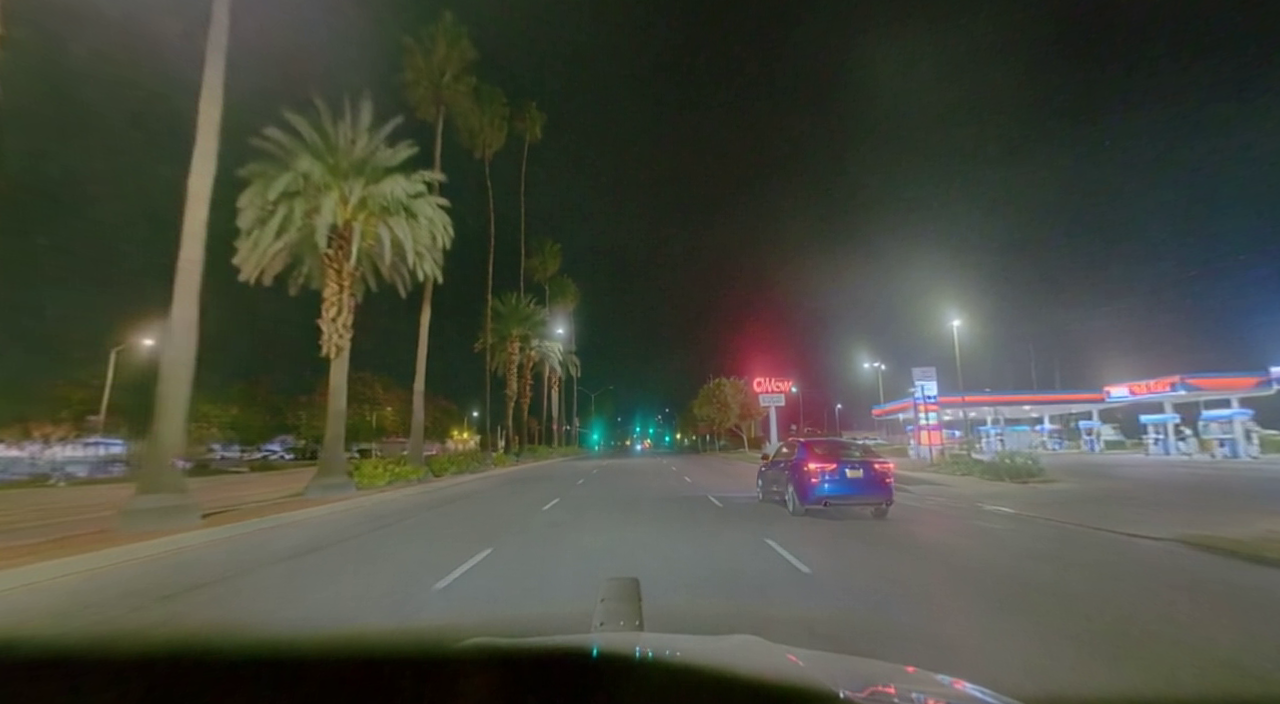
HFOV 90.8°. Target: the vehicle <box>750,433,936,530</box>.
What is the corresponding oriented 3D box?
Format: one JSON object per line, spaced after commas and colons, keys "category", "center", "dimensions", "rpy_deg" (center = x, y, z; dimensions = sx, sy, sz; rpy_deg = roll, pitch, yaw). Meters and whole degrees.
{"category": "vehicle", "center": [3.458, 2.270, 11.737], "dimensions": [1.978, 1.442, 4.262], "rpy_deg": [0, -8, -1]}
